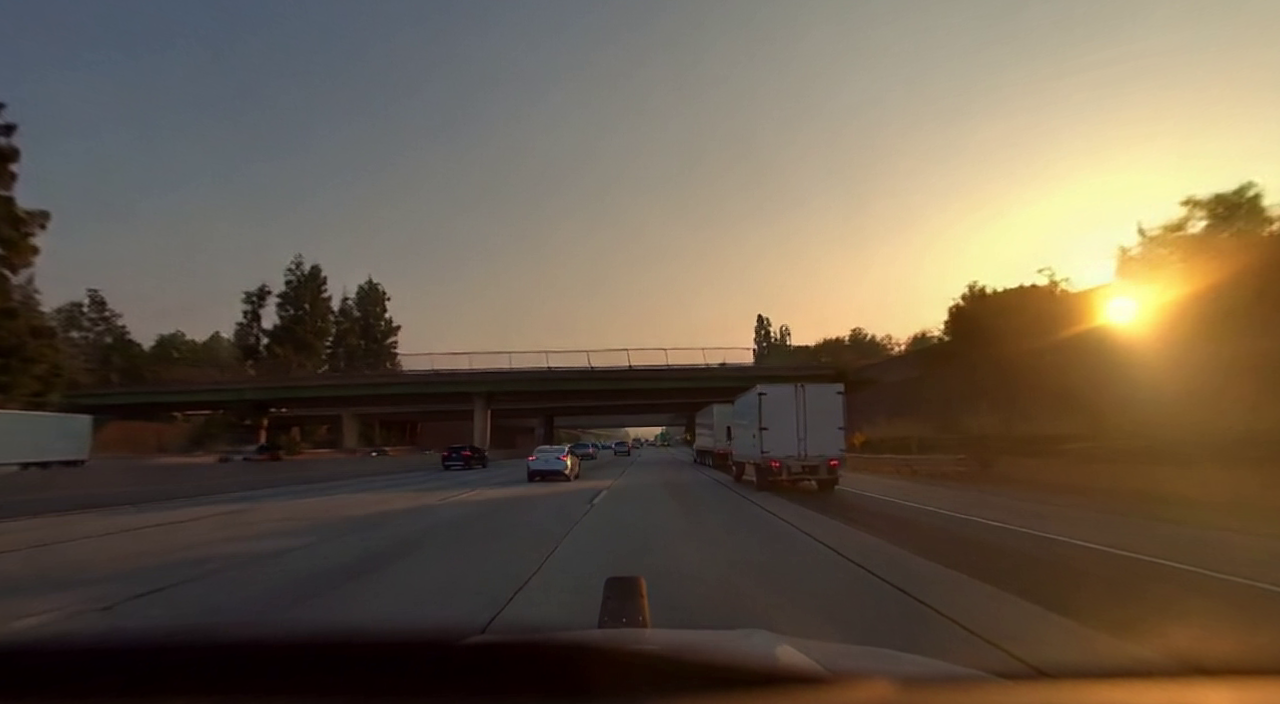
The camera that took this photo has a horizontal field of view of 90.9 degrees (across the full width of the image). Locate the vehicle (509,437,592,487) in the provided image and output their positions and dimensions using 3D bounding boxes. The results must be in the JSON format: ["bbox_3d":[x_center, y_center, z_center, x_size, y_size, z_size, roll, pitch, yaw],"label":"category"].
[{"bbox_3d":[-2.791,3.550,20.738,1.981,1.473,4.317,0,-8,2],"label":"vehicle"}]

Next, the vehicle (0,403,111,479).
[{"bbox_3d":[-35.866,4.579,32.342,2.911,4.023,16.399,0,-8,2],"label":"vehicle"}]

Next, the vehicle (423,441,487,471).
[{"bbox_3d":[-9.720,5.473,33.508,1.899,1.465,4.589,0,-8,1],"label":"vehicle"}]

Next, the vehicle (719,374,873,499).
[{"bbox_3d":[4.245,2.562,19.003,2.732,3.052,7.118,0,-8,0],"label":"vehicle"}]

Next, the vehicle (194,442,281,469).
[{"bbox_3d":[-27.886,7.157,44.008,2.155,1.732,5.806,0,-8,2],"label":"vehicle"}]
